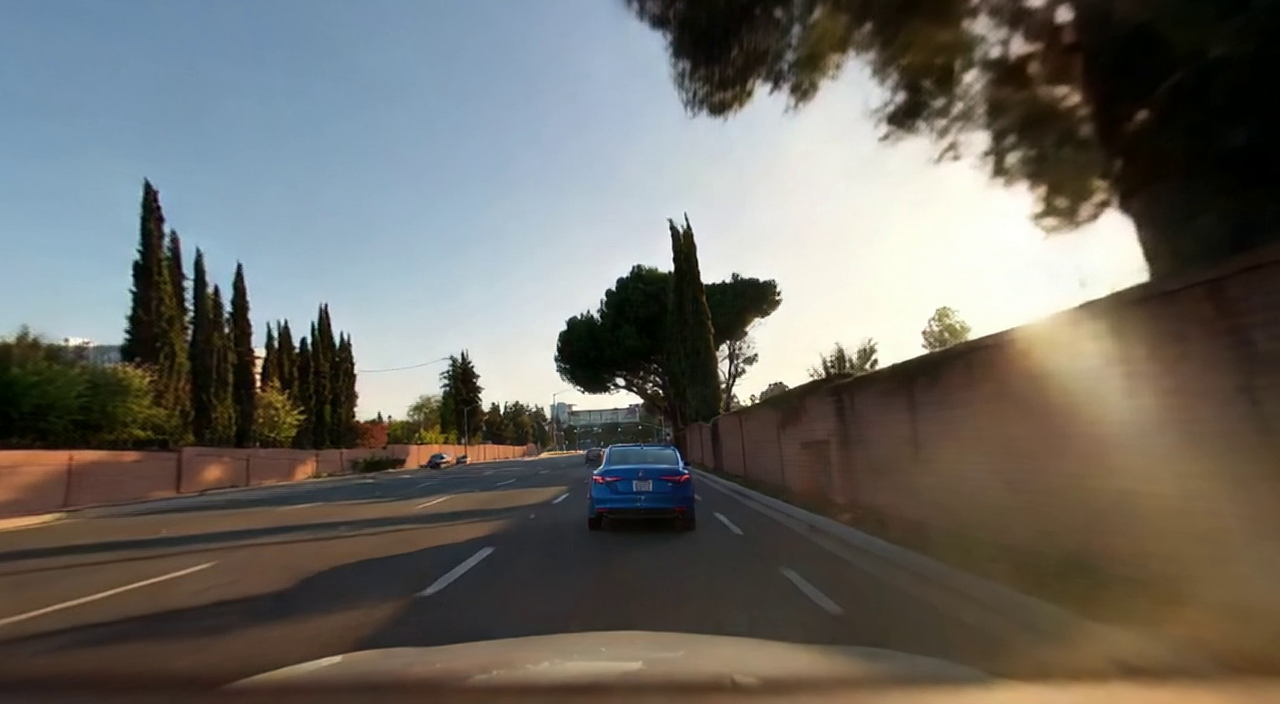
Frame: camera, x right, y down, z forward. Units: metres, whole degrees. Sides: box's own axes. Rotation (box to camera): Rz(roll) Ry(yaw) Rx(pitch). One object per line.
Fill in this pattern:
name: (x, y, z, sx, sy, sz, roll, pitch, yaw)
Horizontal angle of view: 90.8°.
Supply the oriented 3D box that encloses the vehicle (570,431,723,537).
vehicle: (0.067, 2.230, 11.330, 2.205, 1.509, 4.272, 0, -8, -1)
